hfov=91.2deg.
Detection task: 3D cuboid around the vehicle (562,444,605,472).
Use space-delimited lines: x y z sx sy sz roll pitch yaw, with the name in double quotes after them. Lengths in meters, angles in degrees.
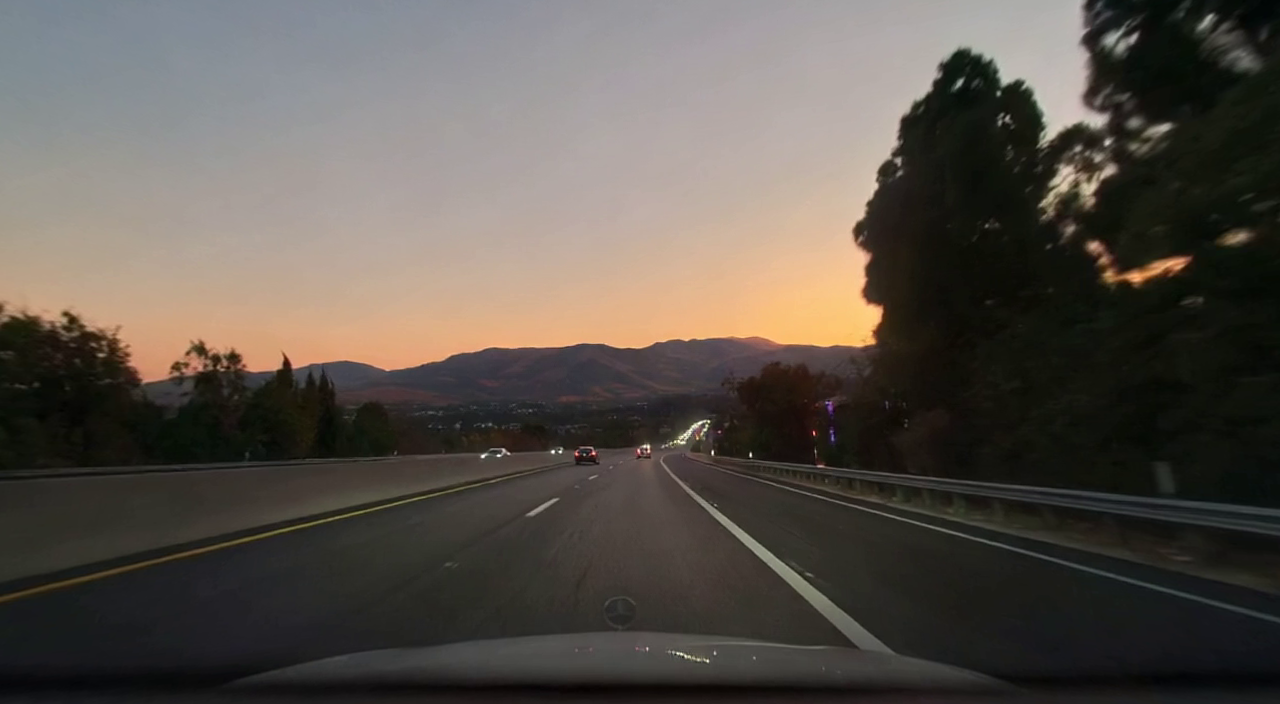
-3.522 6.766 40.187 2.268 1.600 4.724 -1 -9 1 "vehicle"
